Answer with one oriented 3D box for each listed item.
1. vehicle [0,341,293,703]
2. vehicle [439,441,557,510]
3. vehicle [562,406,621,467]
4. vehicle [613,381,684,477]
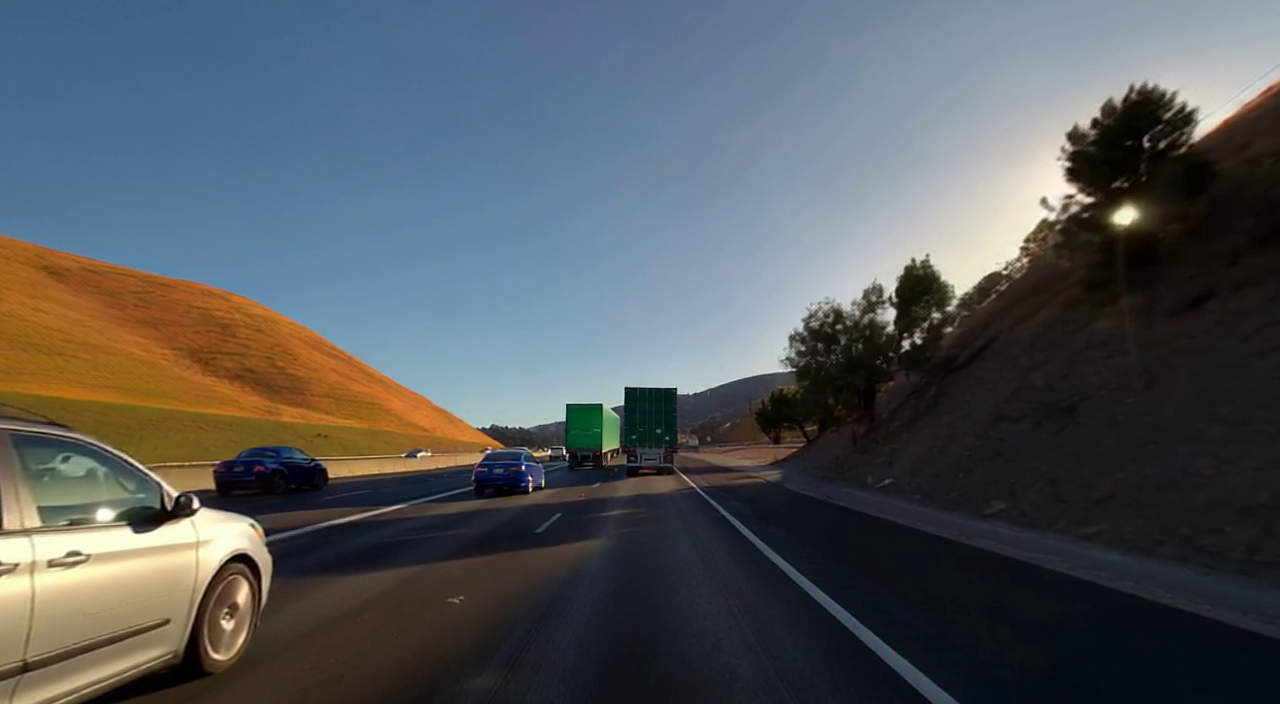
[{"bbox_3d":[-3.813,0.810,2.395,2.136,1.779,4.875,0,-8,1],"label":"vehicle"},{"bbox_3d":[-3.346,2.973,15.730,1.950,1.446,4.224,0,-8,0],"label":"vehicle"},{"bbox_3d":[-3.492,6.700,49.578,3.311,4.073,14.172,0,-8,1],"label":"vehicle"},{"bbox_3d":[0.538,4.002,31.783,2.913,3.988,10.874,0,-8,2],"label":"vehicle"}]
